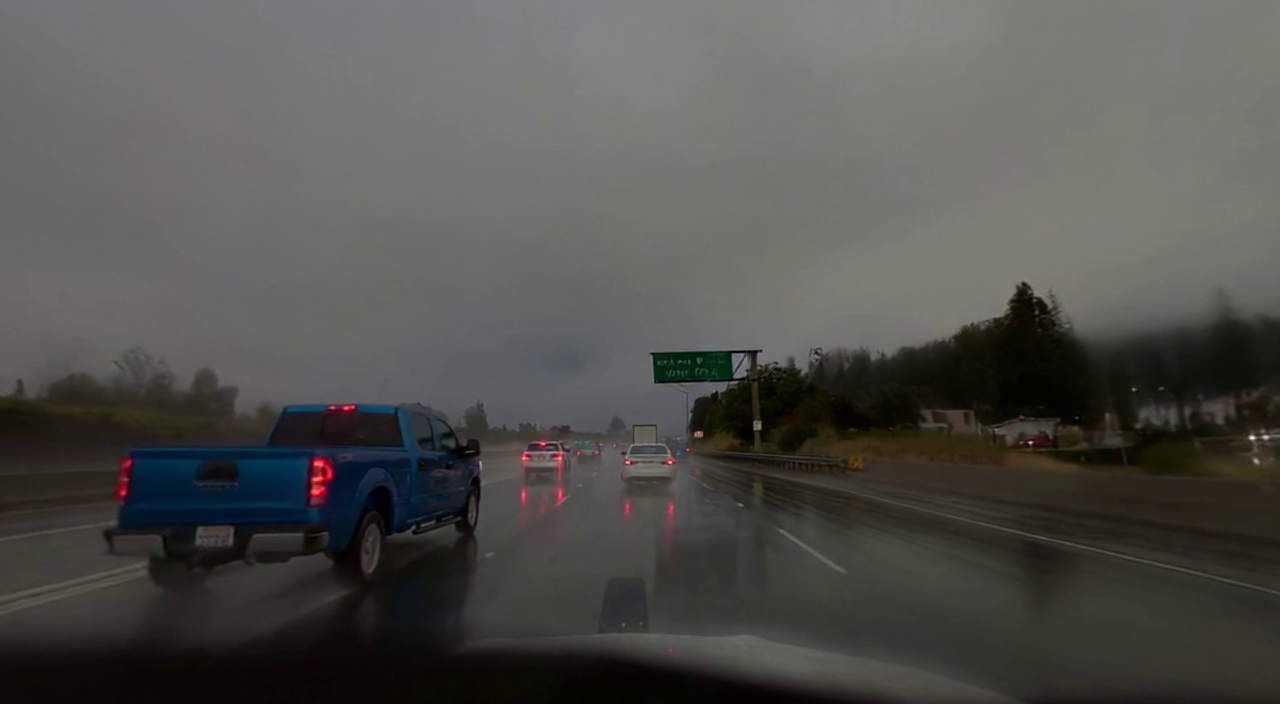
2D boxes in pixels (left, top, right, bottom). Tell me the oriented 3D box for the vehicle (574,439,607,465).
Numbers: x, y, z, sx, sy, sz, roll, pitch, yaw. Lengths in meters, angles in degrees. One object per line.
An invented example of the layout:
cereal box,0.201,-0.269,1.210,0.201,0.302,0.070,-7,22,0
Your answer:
vehicle,-3.363,6.890,43.613,1.897,1.646,4.049,0,-8,1

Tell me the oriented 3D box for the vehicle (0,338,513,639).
vehicle,-3.306,1.359,7.364,2.269,2.060,5.933,0,-8,1

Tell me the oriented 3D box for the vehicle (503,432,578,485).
vehicle,-3.459,3.795,22.708,1.903,1.721,4.210,0,-8,1

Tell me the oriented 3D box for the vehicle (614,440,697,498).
vehicle,0.379,3.198,17.721,2.054,1.421,4.090,0,-8,0
